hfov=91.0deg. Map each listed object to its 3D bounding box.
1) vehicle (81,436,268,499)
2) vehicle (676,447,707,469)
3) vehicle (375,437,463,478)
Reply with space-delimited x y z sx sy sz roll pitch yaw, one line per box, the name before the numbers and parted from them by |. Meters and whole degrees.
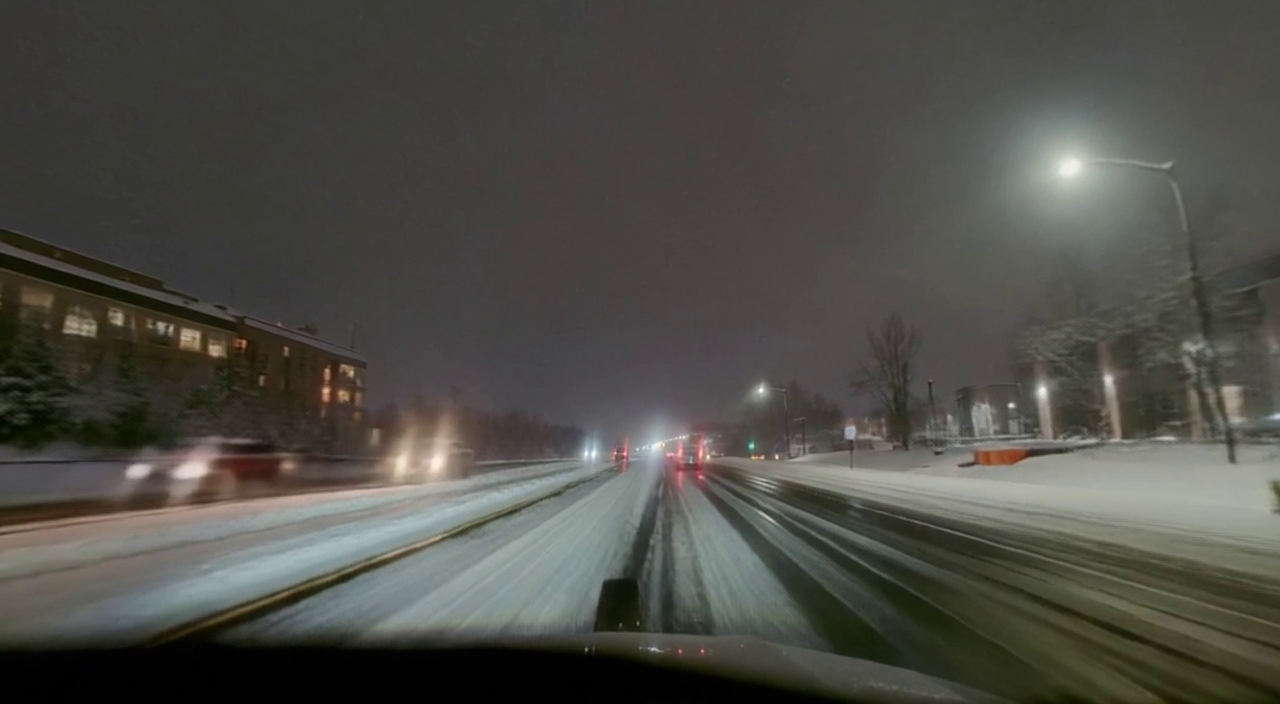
vehicle | -14.349 3.578 19.924 1.966 1.742 4.926 0 -9 3
vehicle | 3.706 7.739 46.192 1.974 1.557 4.479 0 -9 1
vehicle | -9.940 4.795 28.768 2.064 1.708 4.688 0 -9 3
